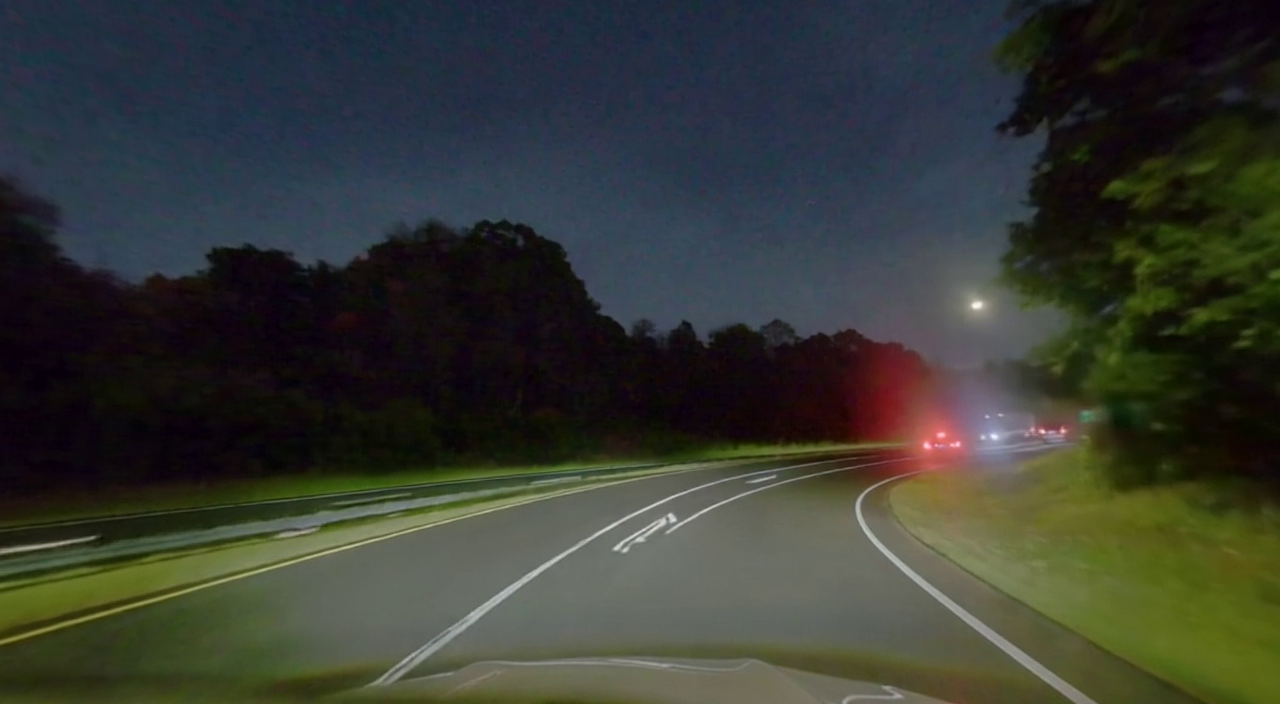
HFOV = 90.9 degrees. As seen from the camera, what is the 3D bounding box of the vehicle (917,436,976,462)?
[{"bbox_3d":[17.769,5.615,36.440,3.645,1.427,1.807,8,-12,-43],"label":"vehicle"}]
